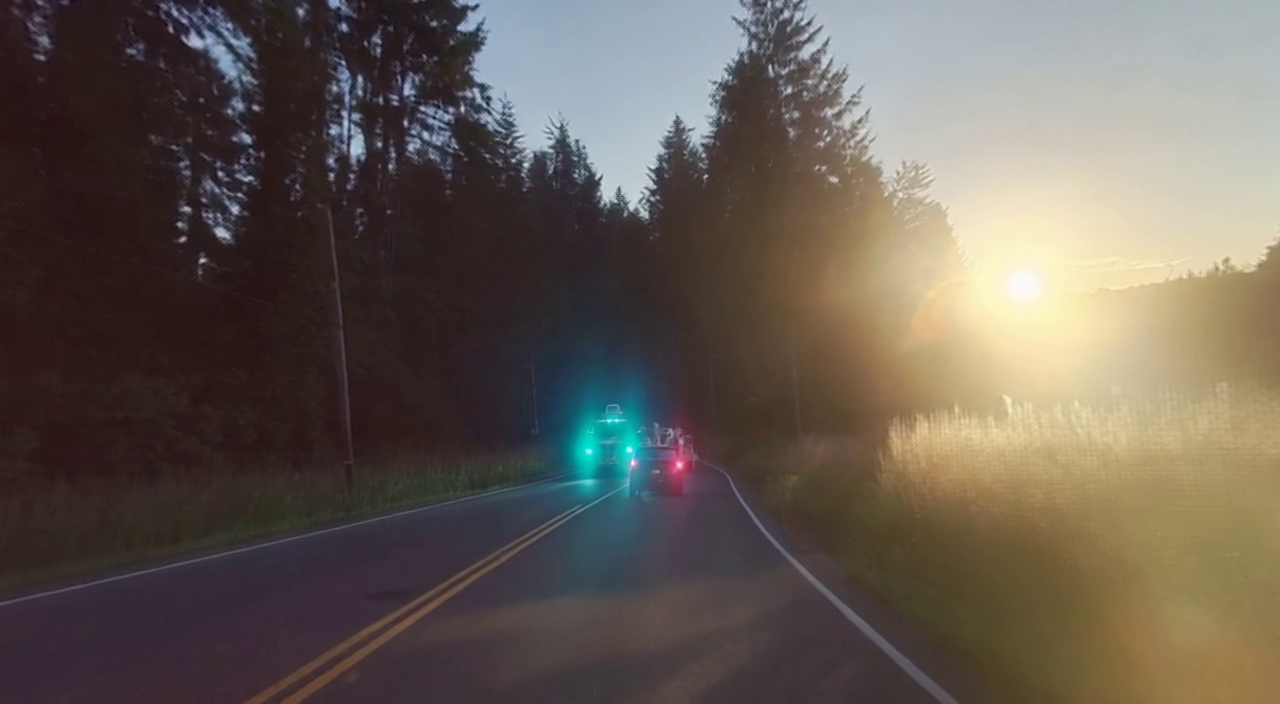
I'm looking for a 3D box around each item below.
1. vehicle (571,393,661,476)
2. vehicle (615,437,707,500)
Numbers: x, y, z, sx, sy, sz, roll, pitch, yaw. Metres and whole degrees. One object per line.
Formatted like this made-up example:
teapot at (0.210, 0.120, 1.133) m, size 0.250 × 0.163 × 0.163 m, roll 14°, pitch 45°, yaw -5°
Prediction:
vehicle at (-1.583, 5.110, 37.886) m, size 4.788 × 4.368 × 6.529 m, roll 3°, pitch -11°, yaw -5°
vehicle at (0.625, 3.106, 17.226) m, size 2.196 × 1.465 × 4.294 m, roll -1°, pitch -9°, yaw 4°
